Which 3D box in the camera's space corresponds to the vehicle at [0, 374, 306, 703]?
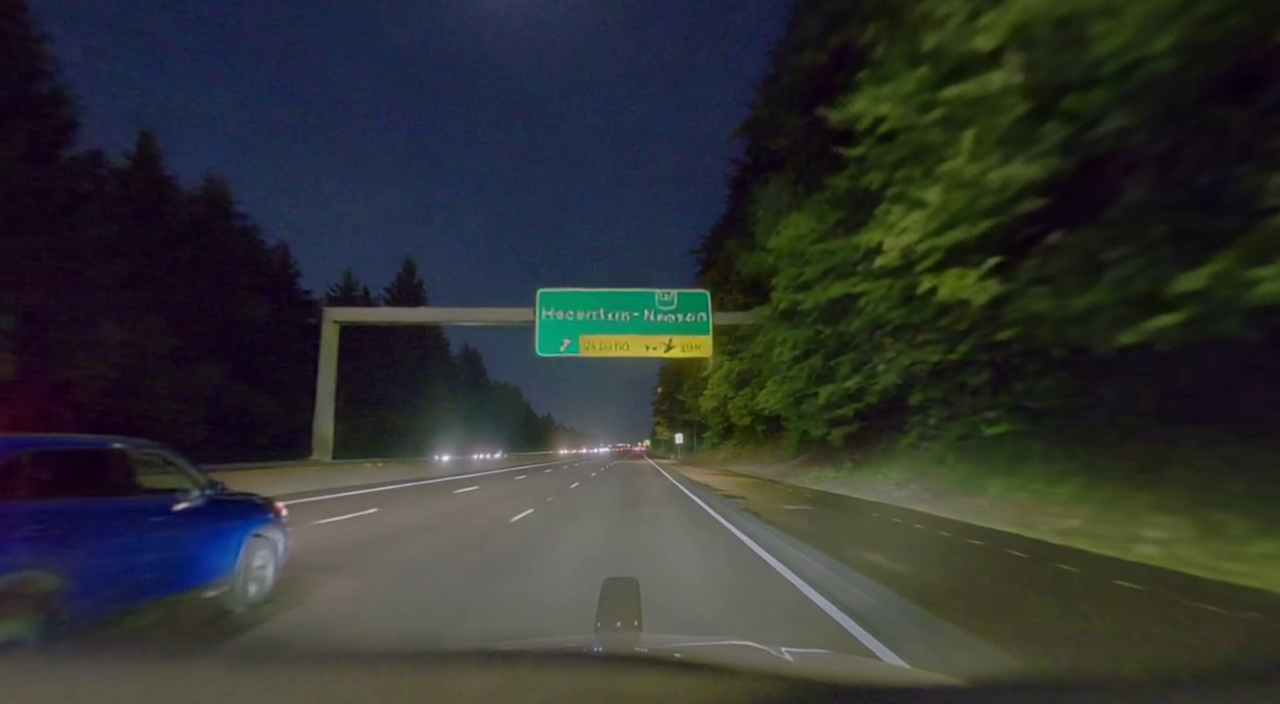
[{"bbox_3d":[-3.880,0.980,3.099,2.104,1.626,4.283,0,-9,0],"label":"vehicle"}]
